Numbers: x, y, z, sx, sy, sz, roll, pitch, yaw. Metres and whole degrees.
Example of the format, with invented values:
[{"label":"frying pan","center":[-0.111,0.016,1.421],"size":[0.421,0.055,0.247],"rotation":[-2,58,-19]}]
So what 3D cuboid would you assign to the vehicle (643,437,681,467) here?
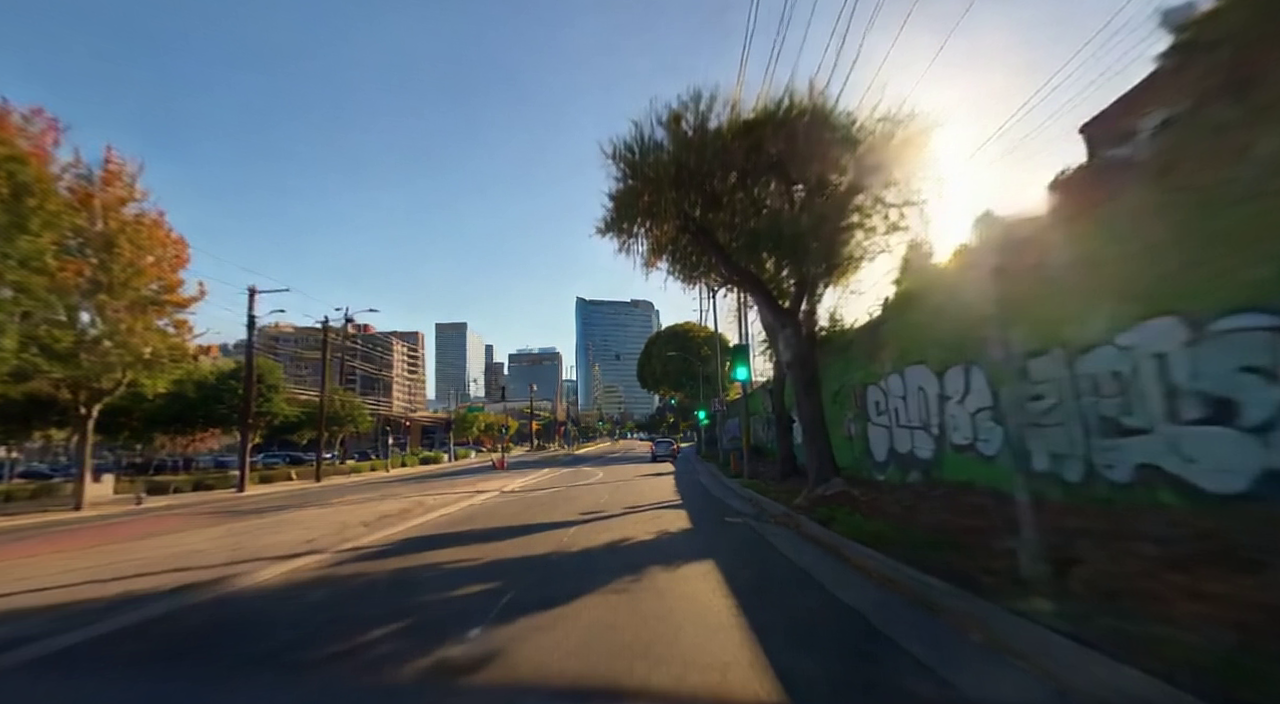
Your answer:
[{"label":"vehicle","center":[1.288,5.773,36.561],"size":[2.105,1.611,3.750],"rotation":[-1,-9,3]}]
